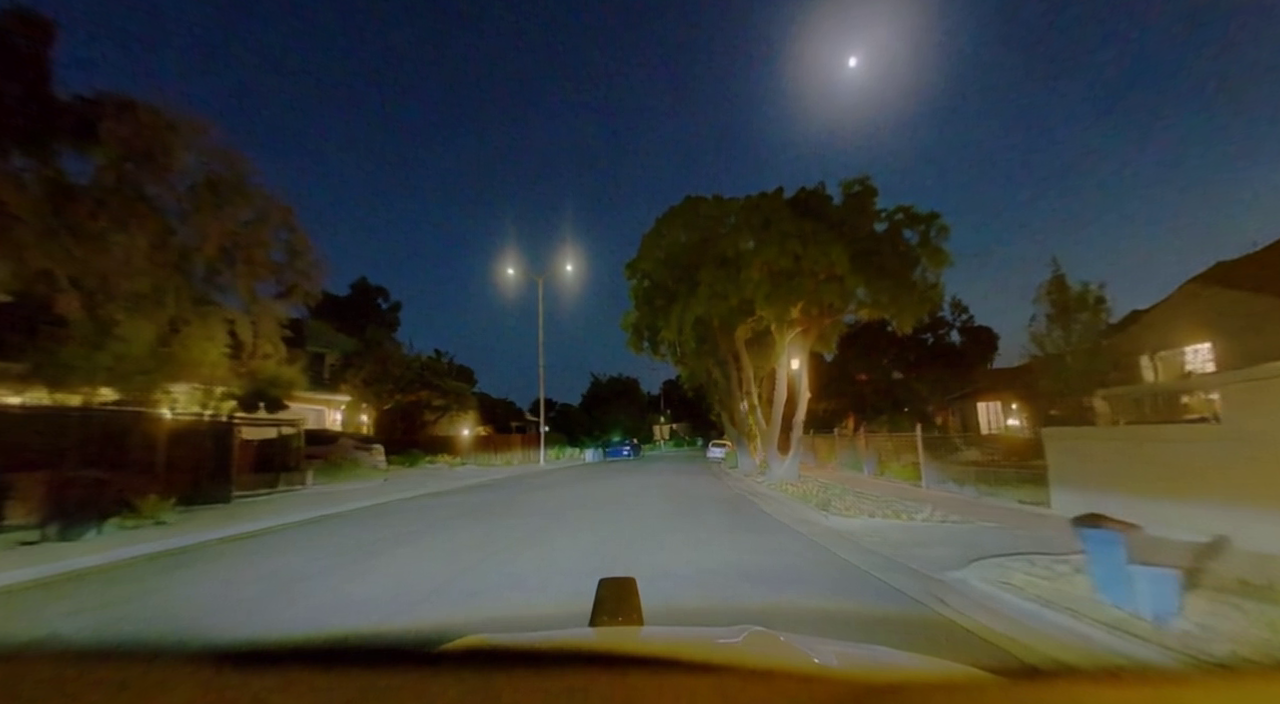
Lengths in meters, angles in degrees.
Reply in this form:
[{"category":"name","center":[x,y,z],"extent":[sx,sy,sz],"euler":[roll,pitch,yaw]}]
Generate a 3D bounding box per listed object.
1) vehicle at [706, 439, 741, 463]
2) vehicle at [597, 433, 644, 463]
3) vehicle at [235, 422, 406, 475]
[{"category":"vehicle","center":[6.166,7.355,47.229],"extent":[2.051,1.676,4.497],"euler":[0,-8,1]},{"category":"vehicle","center":[-1.321,7.125,47.036],"extent":[2.274,2.008,6.986],"euler":[-1,-8,9]},{"category":"vehicle","center":[-12.450,3.791,24.926],"extent":[5.497,1.983,2.191],"euler":[0,-8,1]}]
